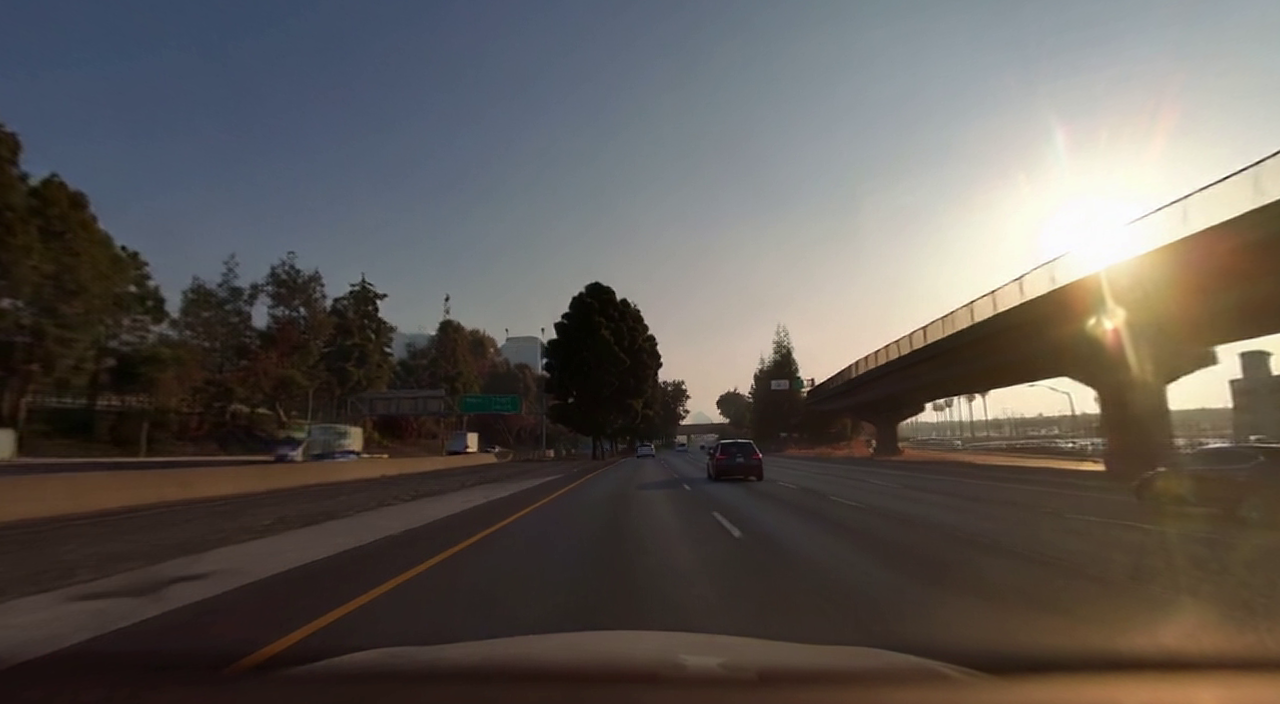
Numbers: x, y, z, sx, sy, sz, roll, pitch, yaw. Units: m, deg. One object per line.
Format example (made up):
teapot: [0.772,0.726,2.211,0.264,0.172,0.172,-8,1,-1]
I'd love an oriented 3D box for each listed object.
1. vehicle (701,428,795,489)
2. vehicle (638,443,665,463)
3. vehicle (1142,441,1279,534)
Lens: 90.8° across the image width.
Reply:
vehicle: [3.414,3.521,21.114,2.226,1.779,4.835,0,-9,-1]
vehicle: [0.887,7.828,48.997,2.046,1.475,3.784,-1,-9,1]
vehicle: [11.014,2.192,10.395,1.827,1.448,4.370,0,-9,-1]
